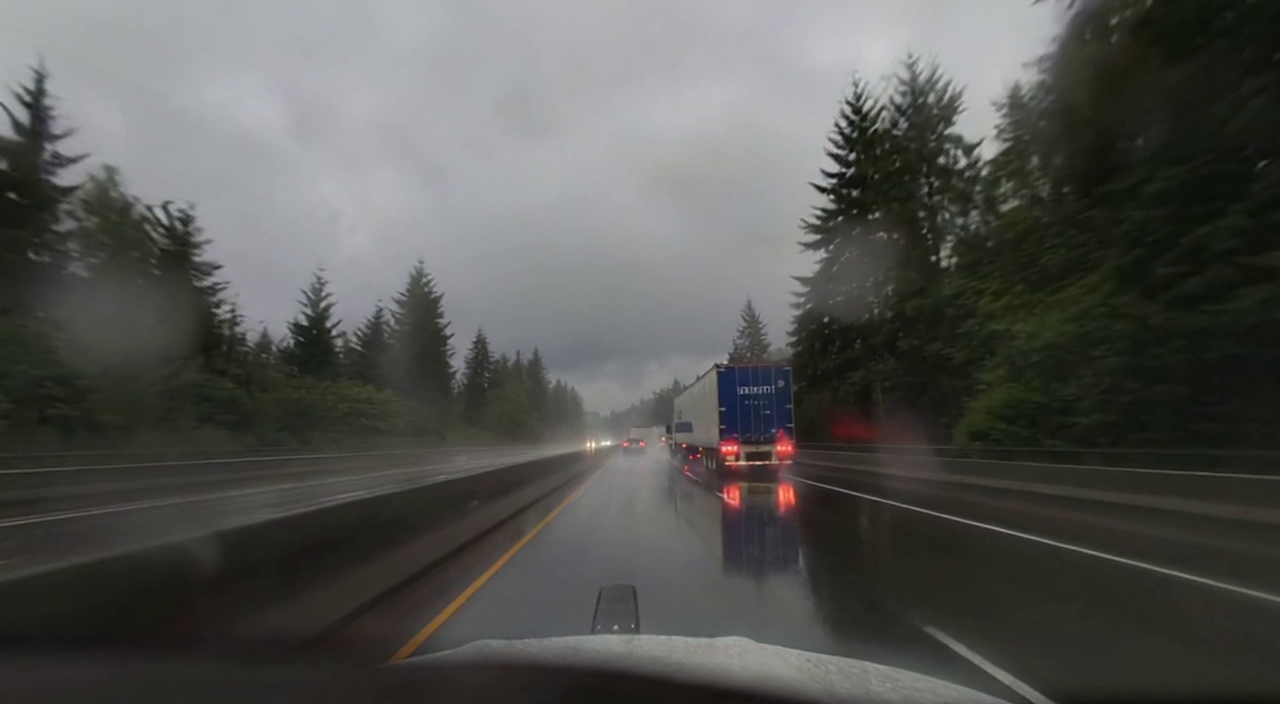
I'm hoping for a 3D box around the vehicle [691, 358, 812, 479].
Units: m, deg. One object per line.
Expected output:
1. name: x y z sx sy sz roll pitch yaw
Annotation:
1. vehicle: 3.913 2.694 24.432 3.006 3.850 8.310 -1 -8 -1
